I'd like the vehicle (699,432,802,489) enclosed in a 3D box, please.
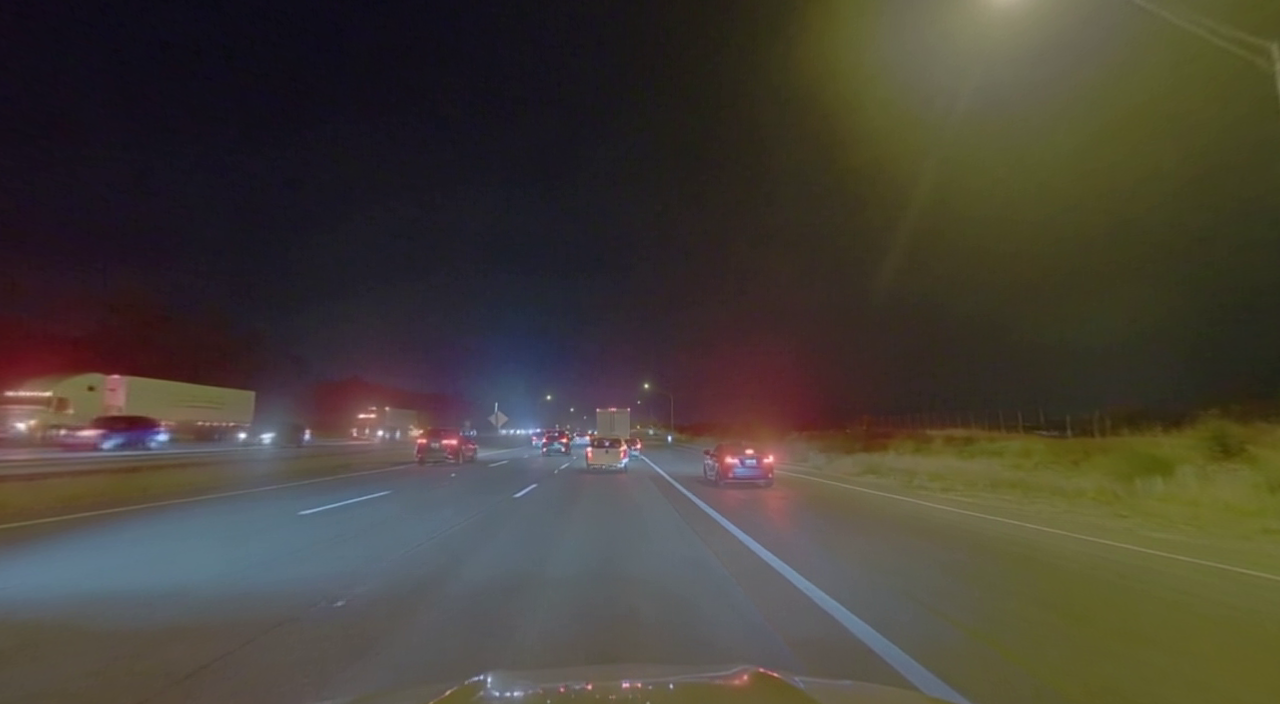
[{"bbox_3d":[3.135,3.159,18.830,1.981,1.474,4.396,0,-8,-4],"label":"vehicle"}]

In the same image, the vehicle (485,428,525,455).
[{"bbox_3d":[-9.482,6.308,44.468,1.992,1.838,4.493,0,-8,-2],"label":"vehicle"}]

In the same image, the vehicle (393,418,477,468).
[{"bbox_3d":[-8.719,3.906,27.194,2.158,1.943,4.662,0,-8,-2],"label":"vehicle"}]

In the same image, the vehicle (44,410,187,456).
[{"bbox_3d":[-19.496,3.063,23.648,1.831,1.575,4.218,0,-8,-3],"label":"vehicle"}]

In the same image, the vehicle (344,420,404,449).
[{"bbox_3d":[-16.197,5.068,38.502,1.993,1.617,4.277,0,-8,-3],"label":"vehicle"}]

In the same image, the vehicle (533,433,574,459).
[{"bbox_3d":[-5.275,5.781,38.759,2.046,1.493,4.384,0,-8,-2],"label":"vehicle"}]

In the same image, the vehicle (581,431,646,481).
[{"bbox_3d":[-0.882,3.398,20.890,1.980,1.478,3.758,0,-8,-2],"label":"vehicle"}]

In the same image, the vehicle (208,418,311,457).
[{"bbox_3d":[-15.830,3.584,26.411,1.903,1.506,3.980,0,-8,-2],"label":"vehicle"}]

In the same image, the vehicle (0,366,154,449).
[{"bbox_3d":[-28.410,2.944,32.006,2.908,3.868,5.411,0,-8,-3],"label":"vehicle"}]
